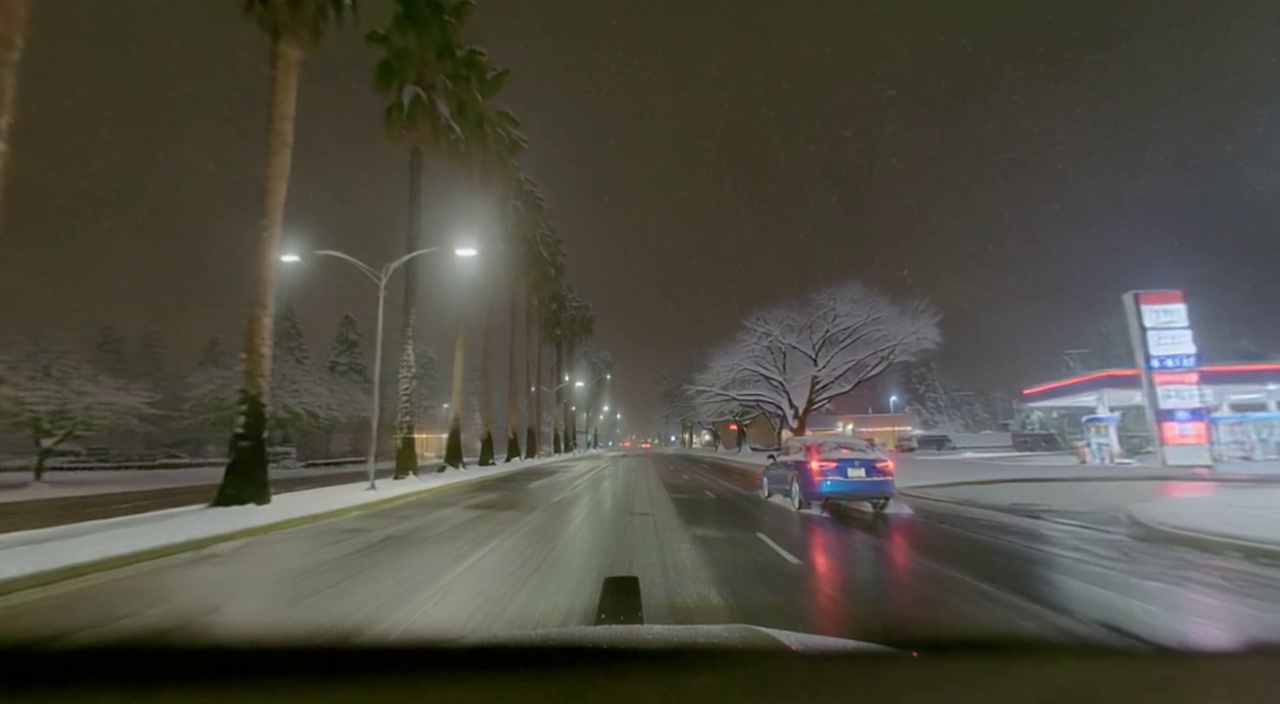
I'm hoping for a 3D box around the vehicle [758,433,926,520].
[{"bbox_3d":[3.823,2.404,12.851,1.978,1.442,4.262,0,-8,0],"label":"vehicle"}]

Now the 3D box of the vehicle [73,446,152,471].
[{"bbox_3d":[-37.379,7.539,44.920,2.052,1.645,4.225,0,-9,-2],"label":"vehicle"}]

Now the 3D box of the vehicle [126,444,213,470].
[{"bbox_3d":[-33.343,7.441,44.975,2.347,1.610,4.867,-1,-7,1],"label":"vehicle"}]

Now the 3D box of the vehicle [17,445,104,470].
[{"bbox_3d":[-40.971,7.479,44.823,1.943,1.625,4.413,-1,-9,0],"label":"vehicle"}]
